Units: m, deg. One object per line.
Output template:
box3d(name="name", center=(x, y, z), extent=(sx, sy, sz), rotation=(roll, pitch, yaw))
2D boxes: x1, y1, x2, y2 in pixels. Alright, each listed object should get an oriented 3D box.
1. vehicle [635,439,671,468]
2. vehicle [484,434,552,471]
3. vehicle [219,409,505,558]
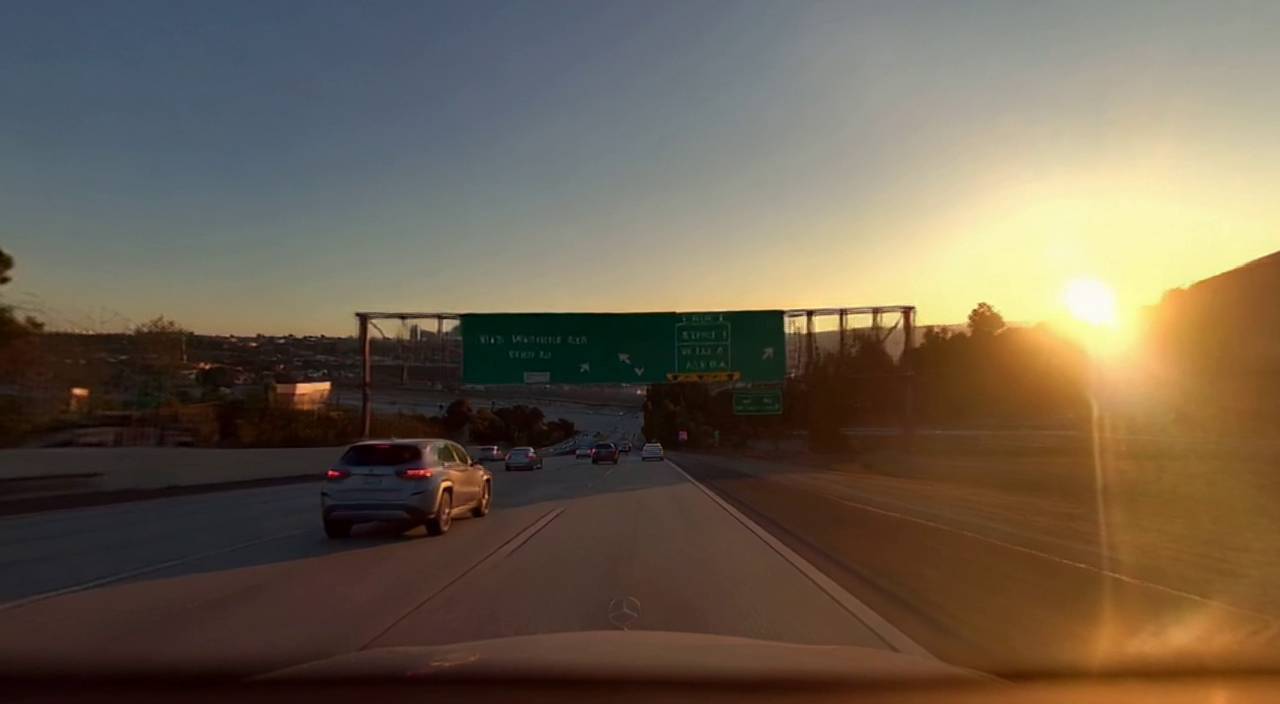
box3d(name="vehicle", center=(0.783, 6.428, 40.158), extent=(2.135, 1.697, 4.757), rotation=(0, -8, 0))
box3d(name="vehicle", center=(-6.732, 5.628, 35.537), extent=(2.521, 1.901, 5.988), rotation=(0, -8, 1))
box3d(name="vehicle", center=(-3.783, 1.898, 9.868), extent=(2.136, 1.718, 4.873), rotation=(0, -8, 2))
